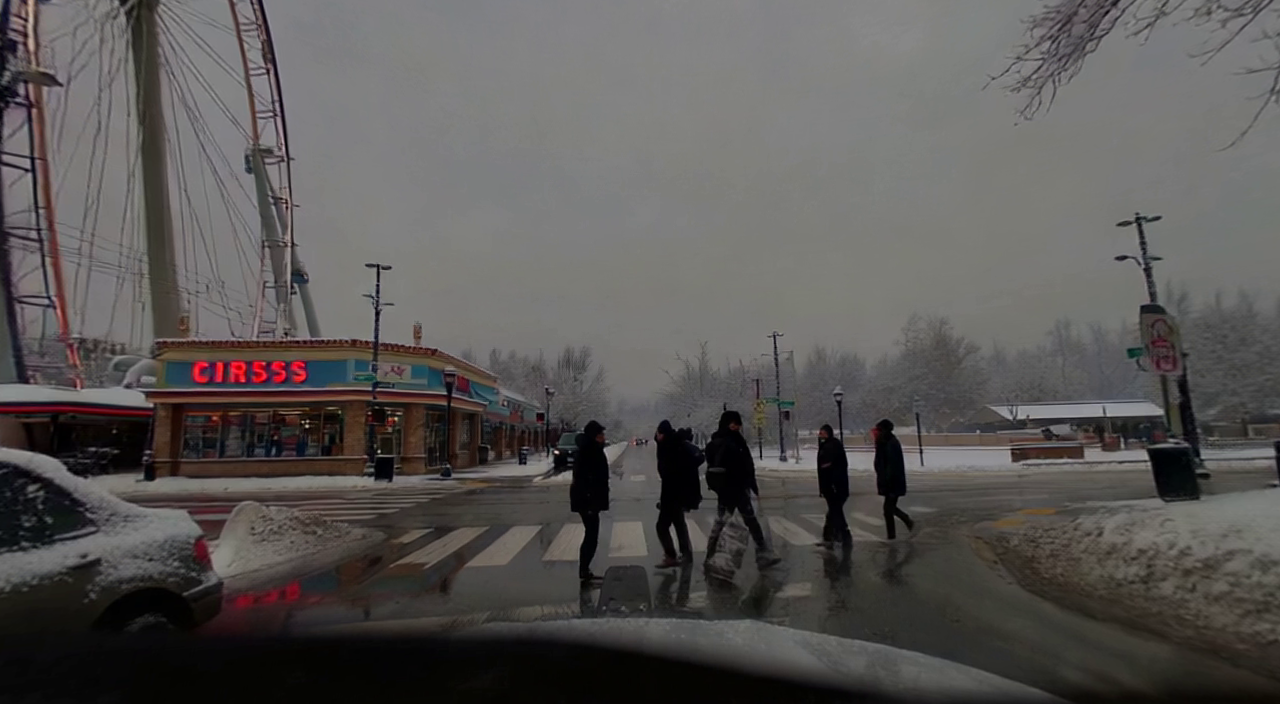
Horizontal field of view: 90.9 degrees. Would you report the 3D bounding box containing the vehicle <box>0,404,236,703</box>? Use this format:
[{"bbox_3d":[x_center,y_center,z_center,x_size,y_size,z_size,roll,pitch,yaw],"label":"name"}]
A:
[{"bbox_3d":[-3.372,0.789,1.188,1.940,1.505,4.676,-1,-9,3],"label":"vehicle"}]

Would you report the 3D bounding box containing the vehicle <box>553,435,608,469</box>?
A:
[{"bbox_3d":[-3.916,6.357,40.246,2.549,2.000,5.699,2,-9,-15],"label":"vehicle"}]
